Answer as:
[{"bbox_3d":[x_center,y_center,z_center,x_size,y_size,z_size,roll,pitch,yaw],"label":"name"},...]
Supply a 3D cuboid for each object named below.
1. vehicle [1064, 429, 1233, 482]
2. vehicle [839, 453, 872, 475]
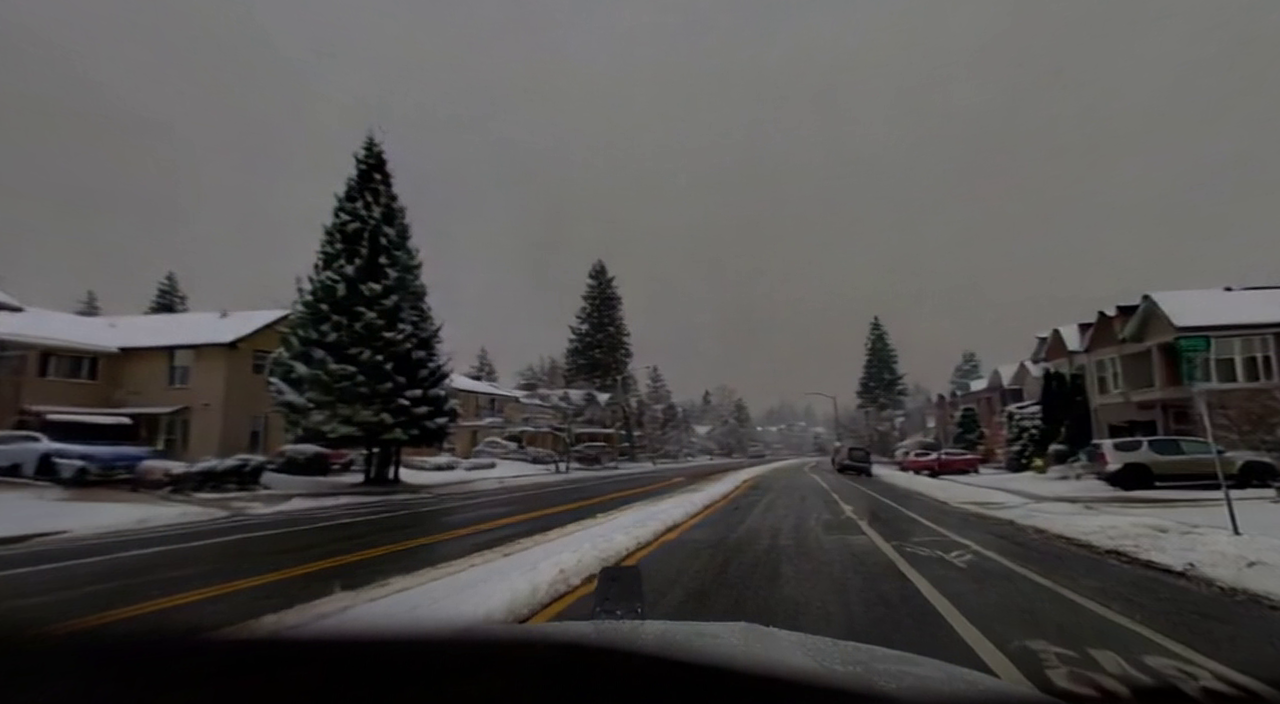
[{"bbox_3d":[20.111,4.114,25.242,4.682,1.956,2.001,-3,-8,13],"label":"vehicle"},{"bbox_3d":[16.706,8.650,49.081,1.971,1.558,4.895,-1,-10,14],"label":"vehicle"}]
